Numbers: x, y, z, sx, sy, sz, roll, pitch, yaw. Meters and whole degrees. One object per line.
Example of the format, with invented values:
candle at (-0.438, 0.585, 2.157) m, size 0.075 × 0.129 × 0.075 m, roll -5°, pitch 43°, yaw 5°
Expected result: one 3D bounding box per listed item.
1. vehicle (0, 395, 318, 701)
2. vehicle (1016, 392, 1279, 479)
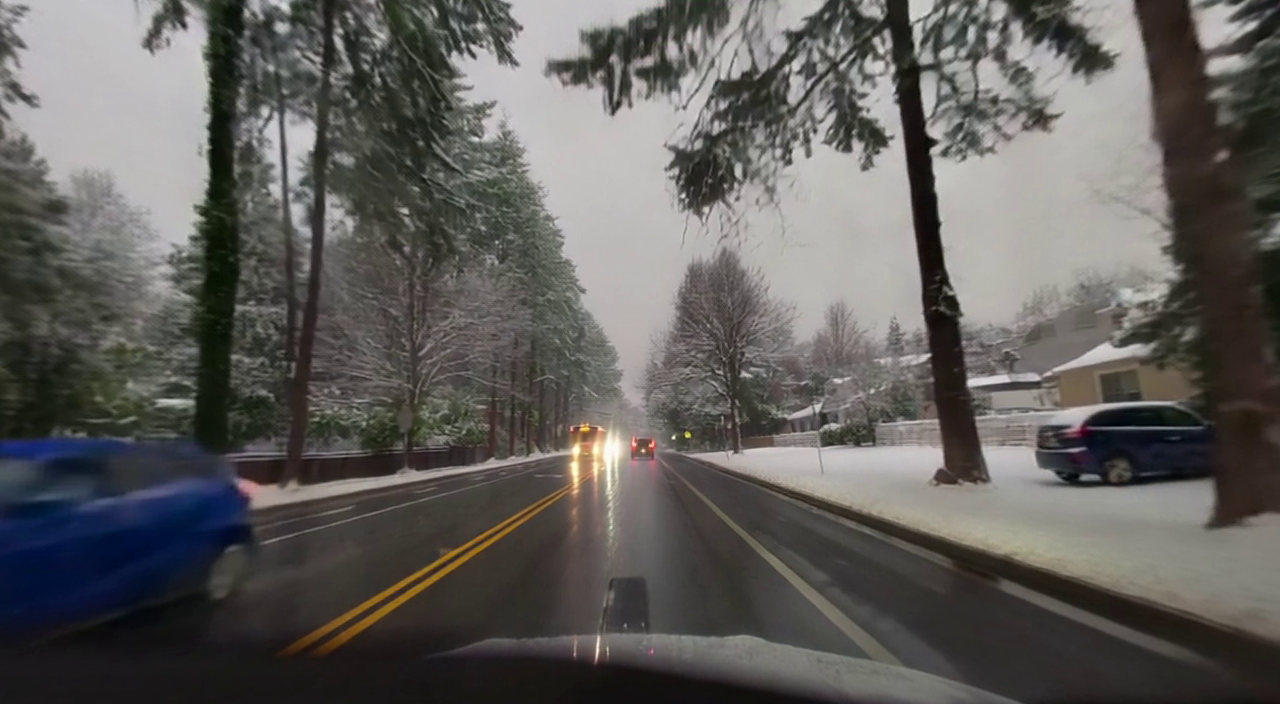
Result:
vehicle at (-4.489, 1.272, 4.398) m, size 2.102 × 1.620 × 4.575 m, roll -5°, pitch -8°, yaw 0°
vehicle at (12.097, 2.014, 15.146) m, size 4.693 × 1.929 × 2.093 m, roll 0°, pitch -8°, yaw 1°
